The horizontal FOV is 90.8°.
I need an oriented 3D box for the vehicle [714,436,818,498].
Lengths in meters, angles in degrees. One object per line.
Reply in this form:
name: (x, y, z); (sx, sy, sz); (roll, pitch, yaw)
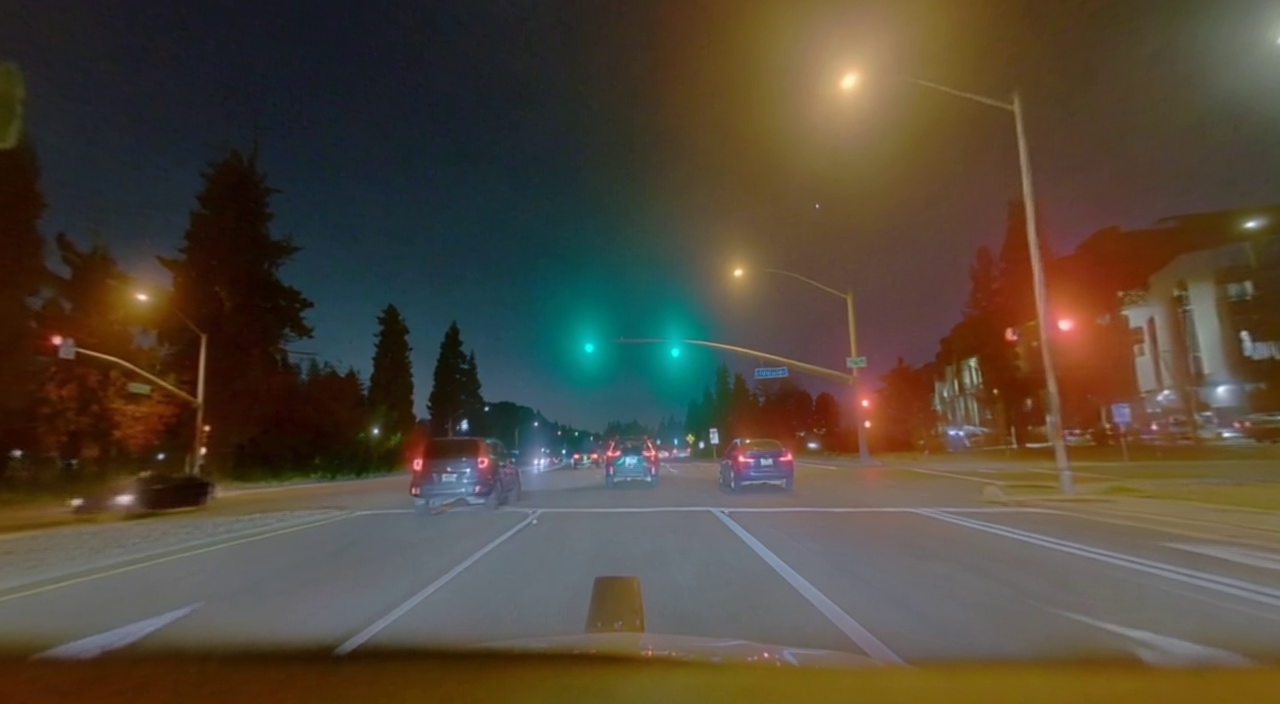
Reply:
vehicle: (3.431, 3.210, 18.049); (2.068, 1.541, 4.041); (0, -8, -1)

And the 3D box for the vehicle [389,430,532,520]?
vehicle: (-3.619, 2.543, 13.570); (1.823, 1.602, 4.061); (0, -8, 0)

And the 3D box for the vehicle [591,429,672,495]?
vehicle: (-0.214, 3.252, 18.964); (2.150, 1.725, 4.096); (0, -8, 0)
